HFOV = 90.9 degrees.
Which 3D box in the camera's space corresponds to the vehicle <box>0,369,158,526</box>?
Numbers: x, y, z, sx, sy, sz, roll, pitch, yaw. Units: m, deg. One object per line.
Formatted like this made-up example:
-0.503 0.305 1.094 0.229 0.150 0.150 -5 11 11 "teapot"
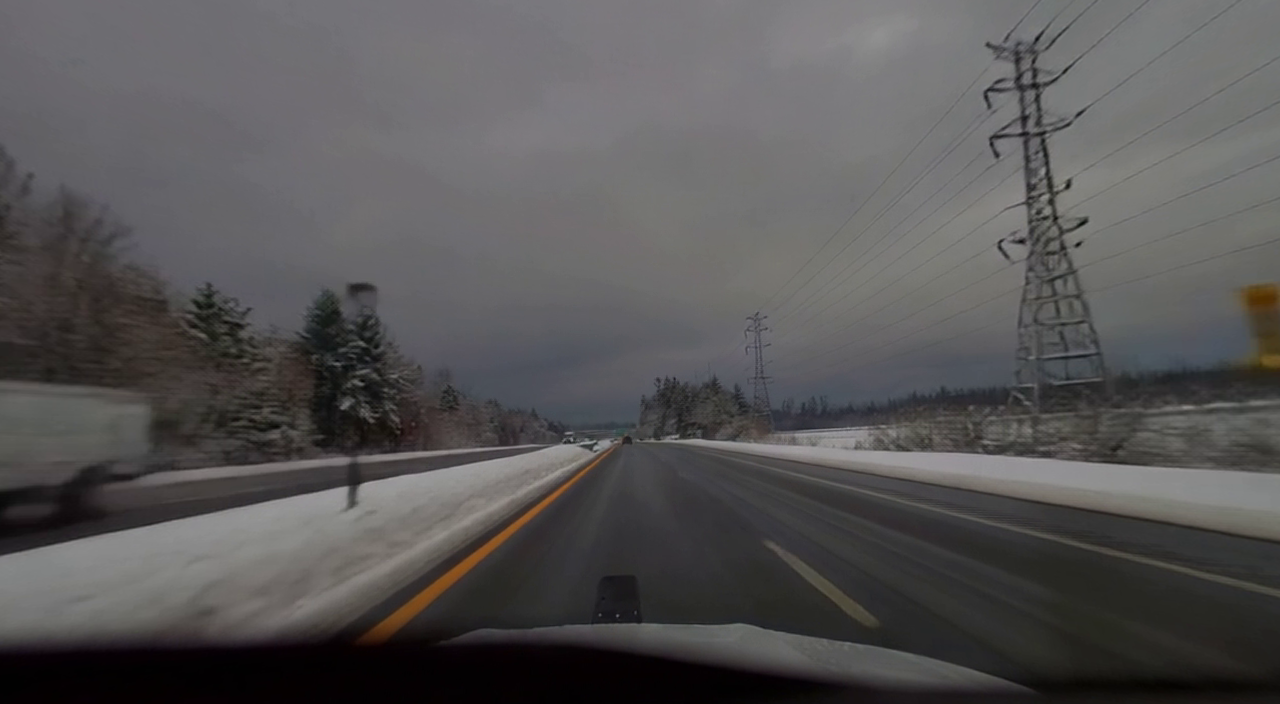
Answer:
-13.108 1.805 11.925 2.579 2.887 6.759 0 -8 0 "vehicle"
